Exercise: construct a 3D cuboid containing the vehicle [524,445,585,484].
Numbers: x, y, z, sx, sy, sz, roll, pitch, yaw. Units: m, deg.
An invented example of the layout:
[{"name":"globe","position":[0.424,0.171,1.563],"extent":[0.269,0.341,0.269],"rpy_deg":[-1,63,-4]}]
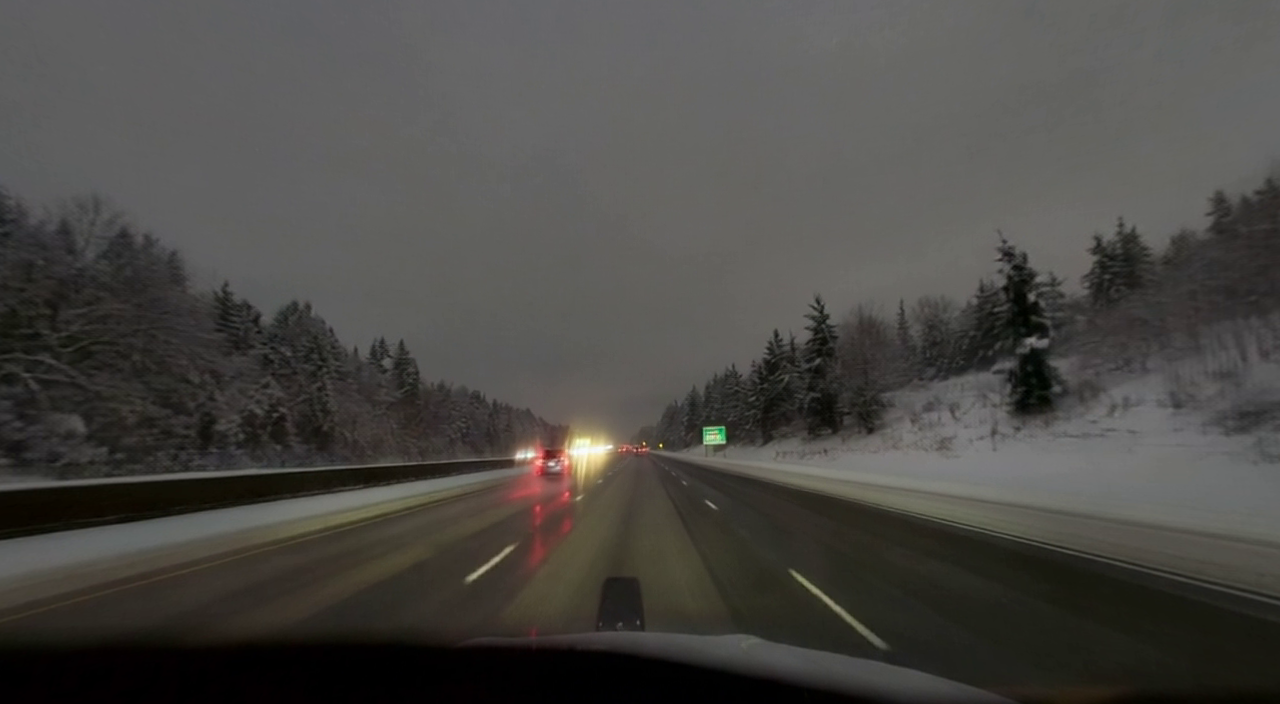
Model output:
[{"name":"vehicle","position":[-3.585,4.794,27.180],"extent":[1.979,1.521,4.147],"rpy_deg":[0,-9,1]}]
